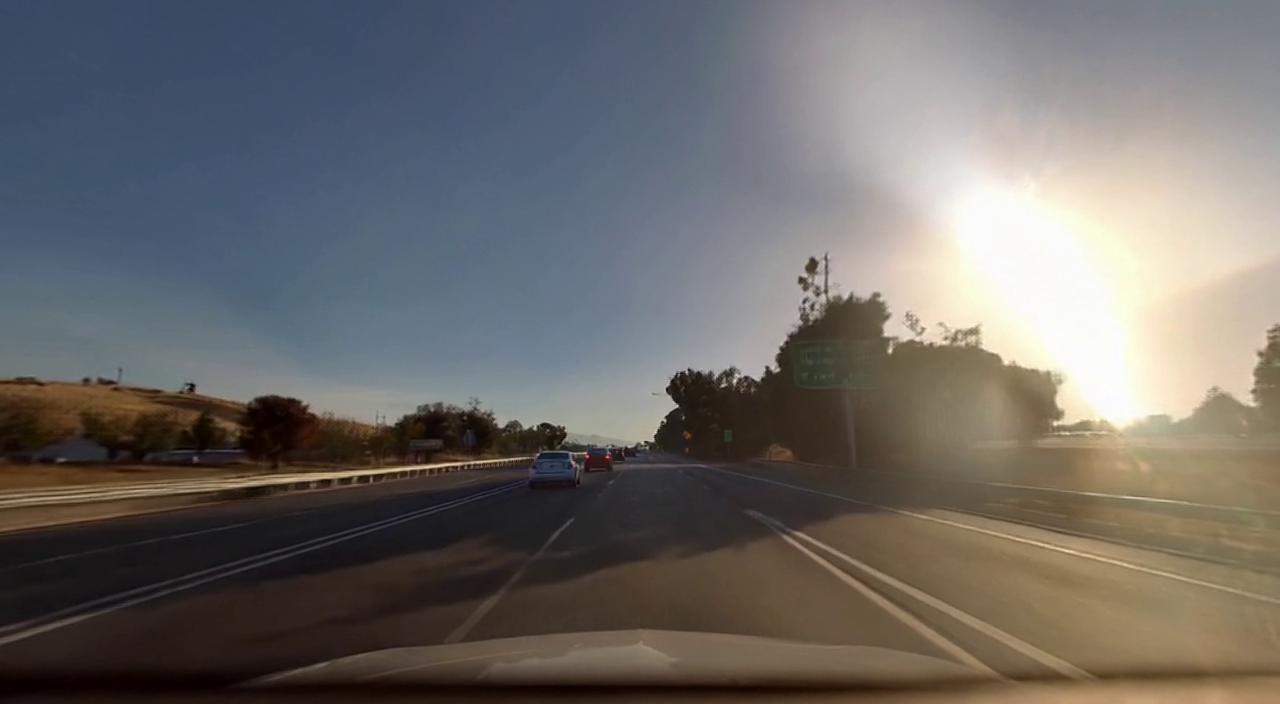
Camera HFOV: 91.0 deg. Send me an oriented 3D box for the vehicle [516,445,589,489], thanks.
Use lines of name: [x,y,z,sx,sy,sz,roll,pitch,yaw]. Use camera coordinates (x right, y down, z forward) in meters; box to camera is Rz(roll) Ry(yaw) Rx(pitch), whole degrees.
vehicle: [-3.206,4.342,24.119,2.044,1.527,4.607,0,-9,1]

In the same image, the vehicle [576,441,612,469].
vehicle: [-3.216,7.375,45.103,2.177,1.852,4.427,0,-9,1]
